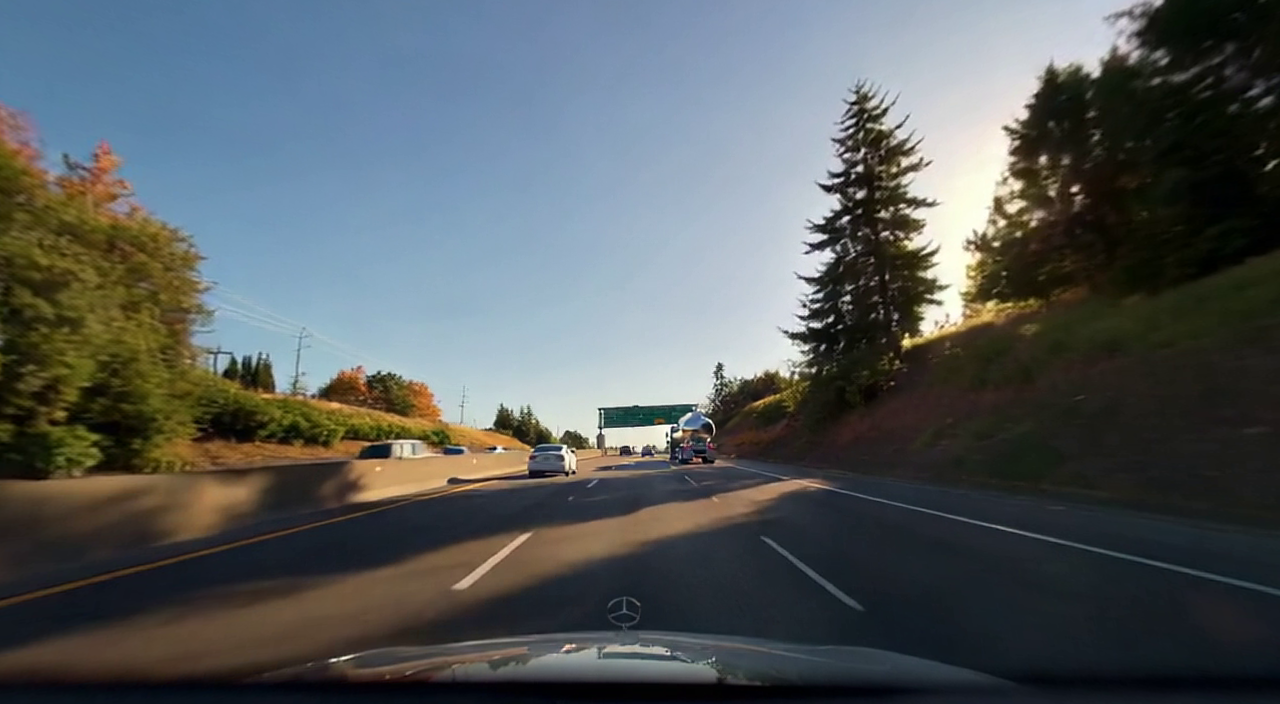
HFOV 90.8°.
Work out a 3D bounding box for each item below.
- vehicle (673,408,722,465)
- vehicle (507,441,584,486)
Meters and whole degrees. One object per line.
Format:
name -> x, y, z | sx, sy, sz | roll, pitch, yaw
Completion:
vehicle -> 4.125, 6.389, 47.122 | 2.759, 3.734, 9.708 | 0, -9, 0
vehicle -> -3.290, 3.975, 22.856 | 1.986, 1.458, 4.506 | 0, -9, 1
